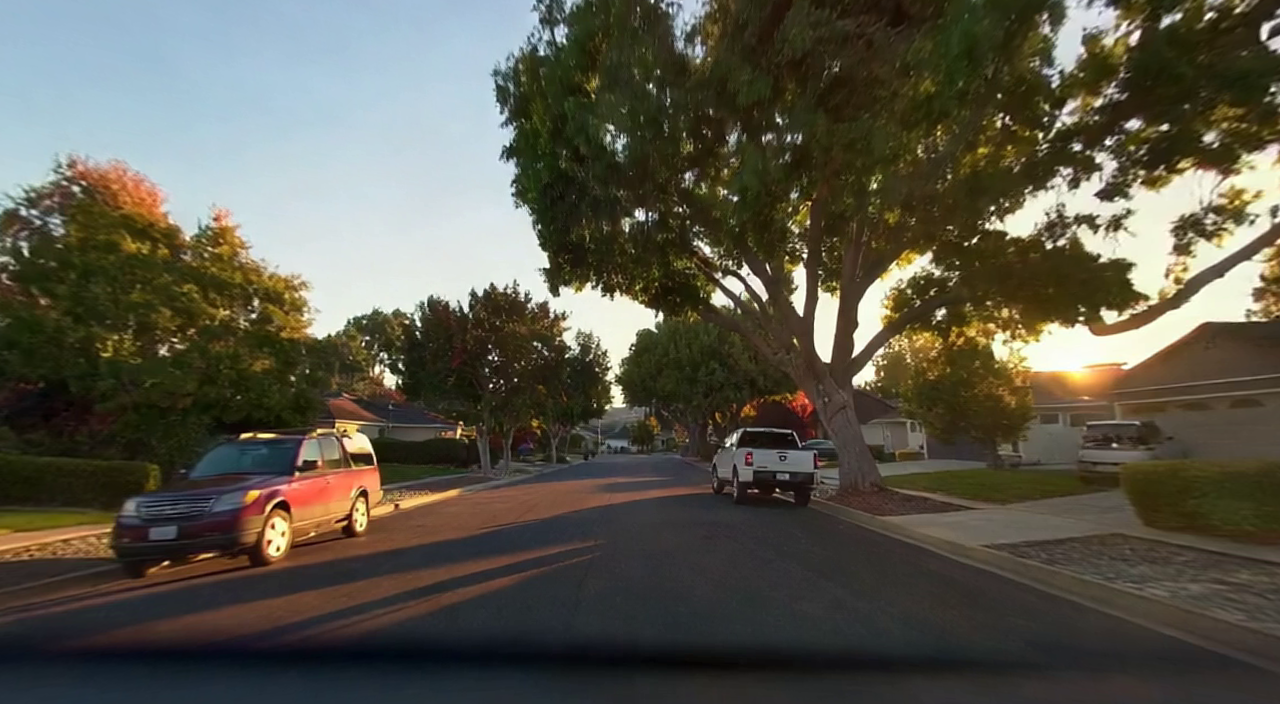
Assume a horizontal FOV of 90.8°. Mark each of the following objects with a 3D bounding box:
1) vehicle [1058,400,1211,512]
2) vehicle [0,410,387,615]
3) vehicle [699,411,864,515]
[{"bbox_3d":[12.146,2.579,15.963,2.403,2.294,5.205,-6,-10,32],"label":"vehicle"},{"bbox_3d":[-5.191,1.802,8.428,2.075,1.837,4.945,0,-7,-6],"label":"vehicle"},{"bbox_3d":[3.404,2.944,17.389,2.789,2.206,7.420,0,-9,0],"label":"vehicle"}]
